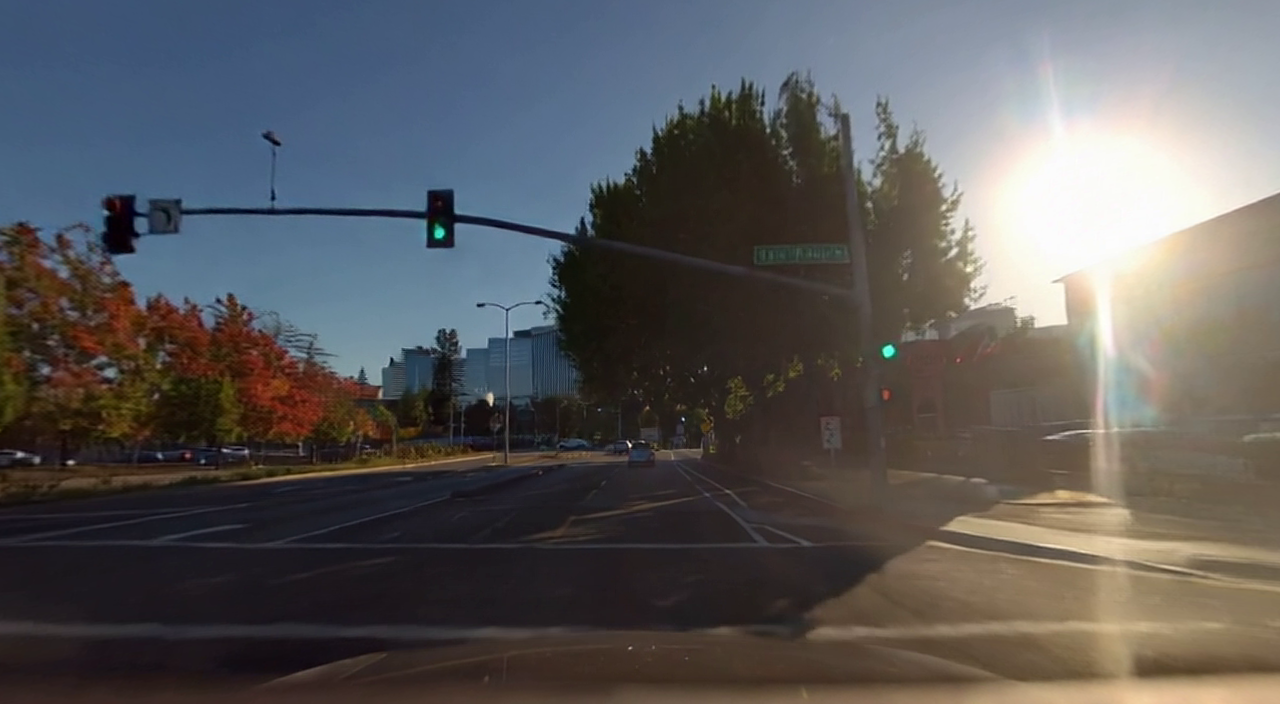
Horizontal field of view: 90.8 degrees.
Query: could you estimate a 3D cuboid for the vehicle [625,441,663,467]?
[{"bbox_3d":[0.231,6.104,38.002,2.115,1.461,3.976,0,-9,0],"label":"vehicle"}]
